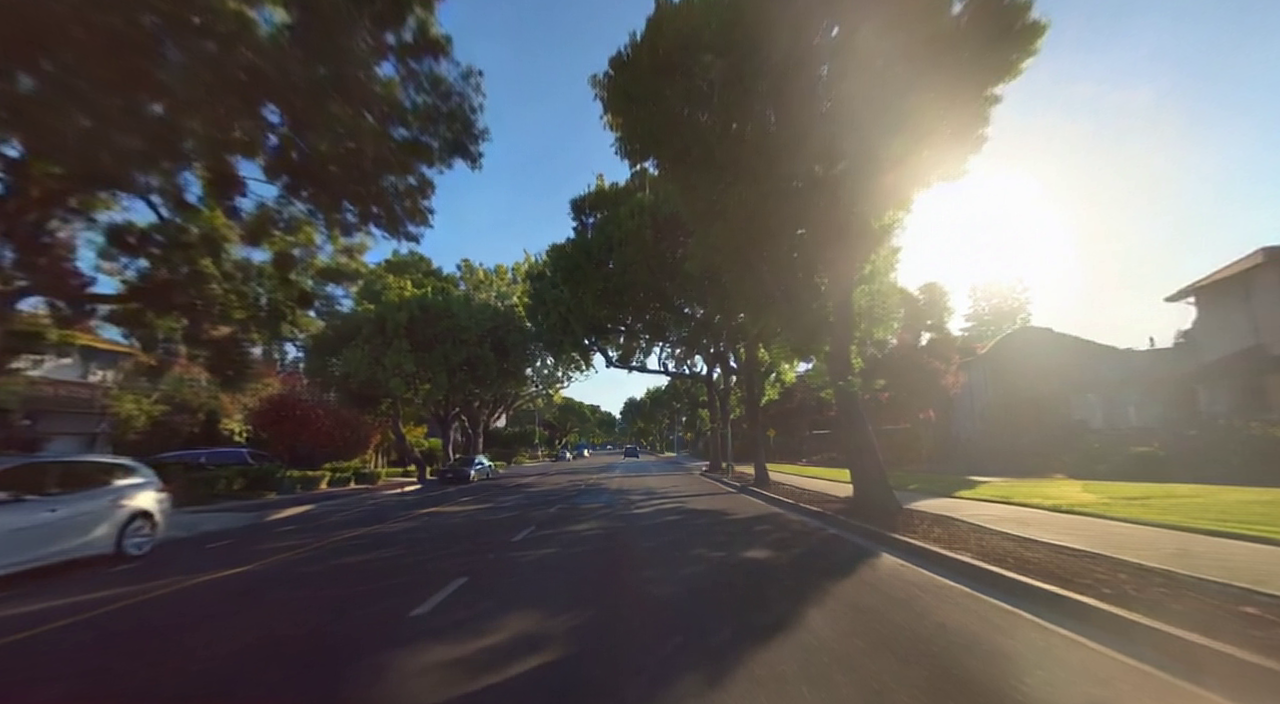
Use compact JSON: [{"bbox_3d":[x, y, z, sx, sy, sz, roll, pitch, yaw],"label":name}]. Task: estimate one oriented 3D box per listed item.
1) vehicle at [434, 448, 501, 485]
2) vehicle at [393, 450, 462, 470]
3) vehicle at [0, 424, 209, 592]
[{"bbox_3d":[-7.950,5.291,29.539,1.880,1.469,4.221,-4,-9,0],"label":"vehicle"},{"bbox_3d":[-15.793,8.046,47.068,4.446,1.451,1.828,-1,-9,7],"label":"vehicle"},{"bbox_3d":[-7.762,1.823,7.402,2.122,1.739,4.770,-4,-8,0],"label":"vehicle"}]
